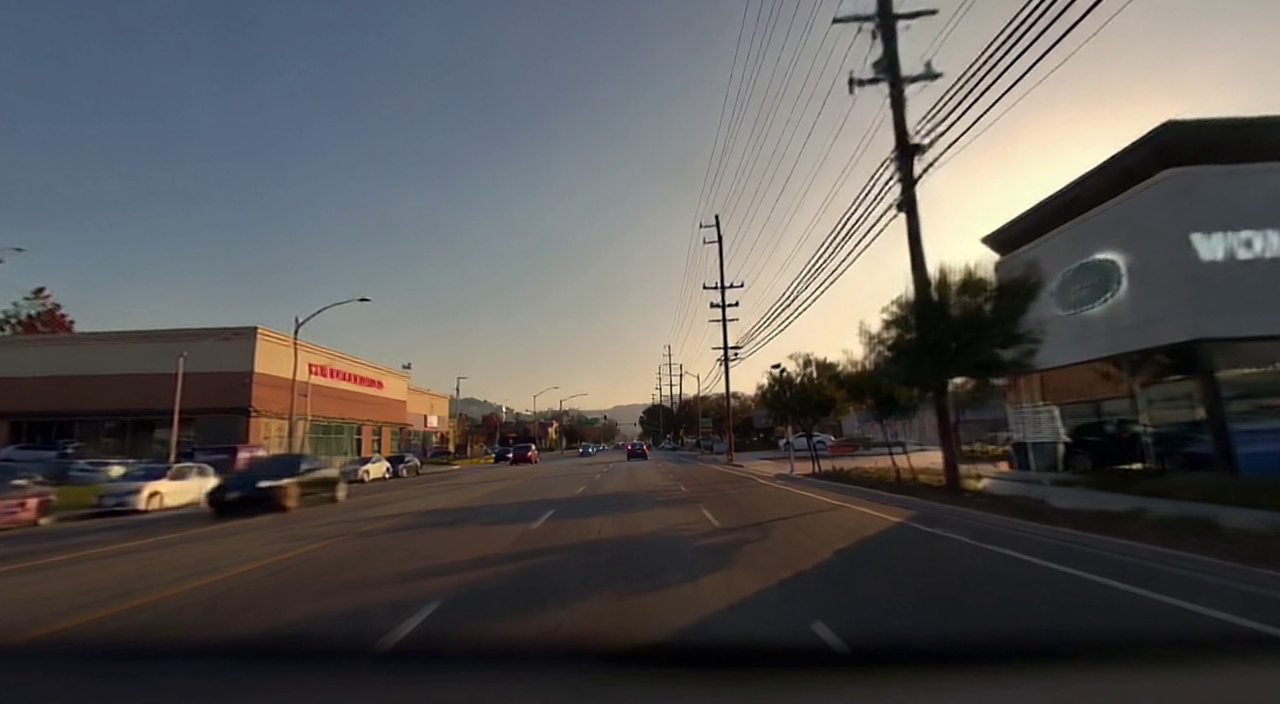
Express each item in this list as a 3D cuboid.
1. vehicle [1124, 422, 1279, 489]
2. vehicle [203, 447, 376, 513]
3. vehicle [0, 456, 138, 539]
[{"bbox_3d":[14.192,2.390,14.912,3.943,1.370,1.913,-2,-8,-2],"label":"vehicle"},{"bbox_3d":[-9.123,3.336,17.025,1.988,1.472,4.633,0,-8,1],"label":"vehicle"},{"bbox_3d":[-13.852,3.162,14.028,1.891,1.565,4.315,1,-8,-1],"label":"vehicle"}]
